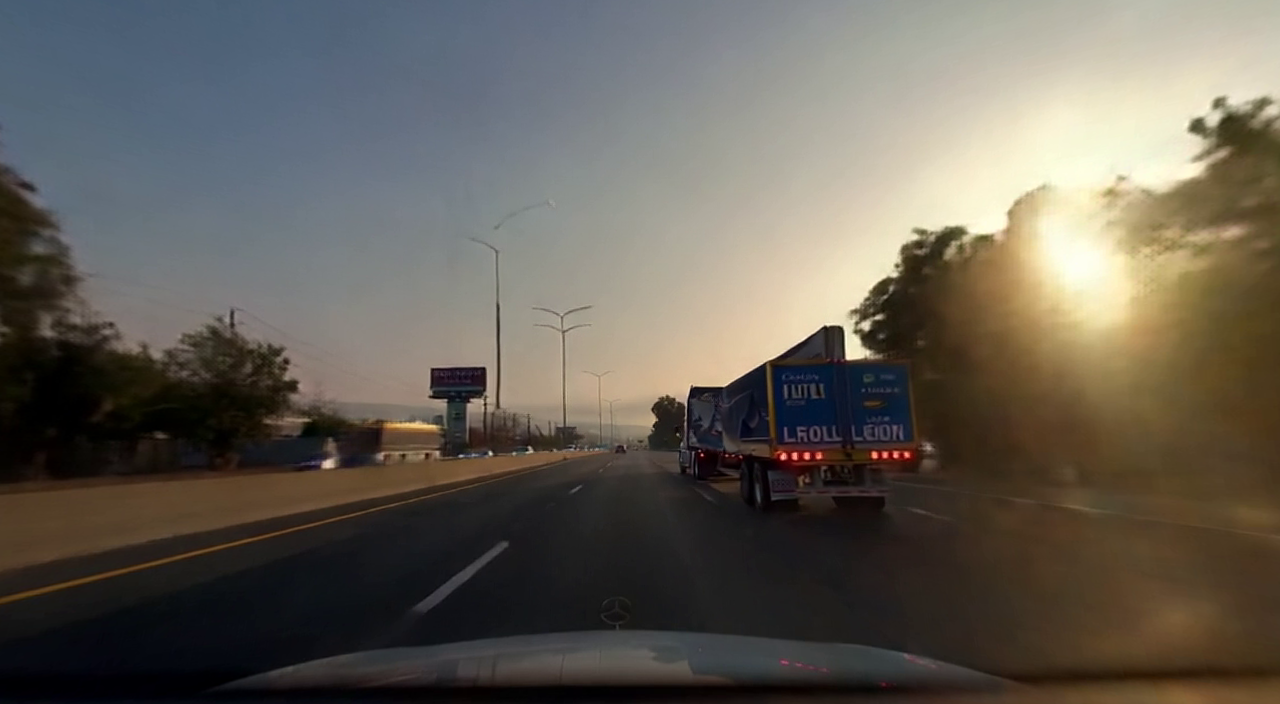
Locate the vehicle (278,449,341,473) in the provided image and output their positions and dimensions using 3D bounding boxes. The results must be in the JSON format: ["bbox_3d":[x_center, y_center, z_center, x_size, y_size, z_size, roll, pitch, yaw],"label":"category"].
[{"bbox_3d":[-23.061,7.603,44.284,1.932,1.501,4.598,0,-9,1],"label":"vehicle"}]

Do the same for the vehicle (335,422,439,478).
[{"bbox_3d":[-11.090,4.357,28.266,2.416,2.253,5.336,0,-9,0],"label":"vehicle"}]

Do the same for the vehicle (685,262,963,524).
[{"bbox_3d":[3.627,1.909,19.075,2.891,4.387,17.121,0,-9,-1],"label":"vehicle"}]
